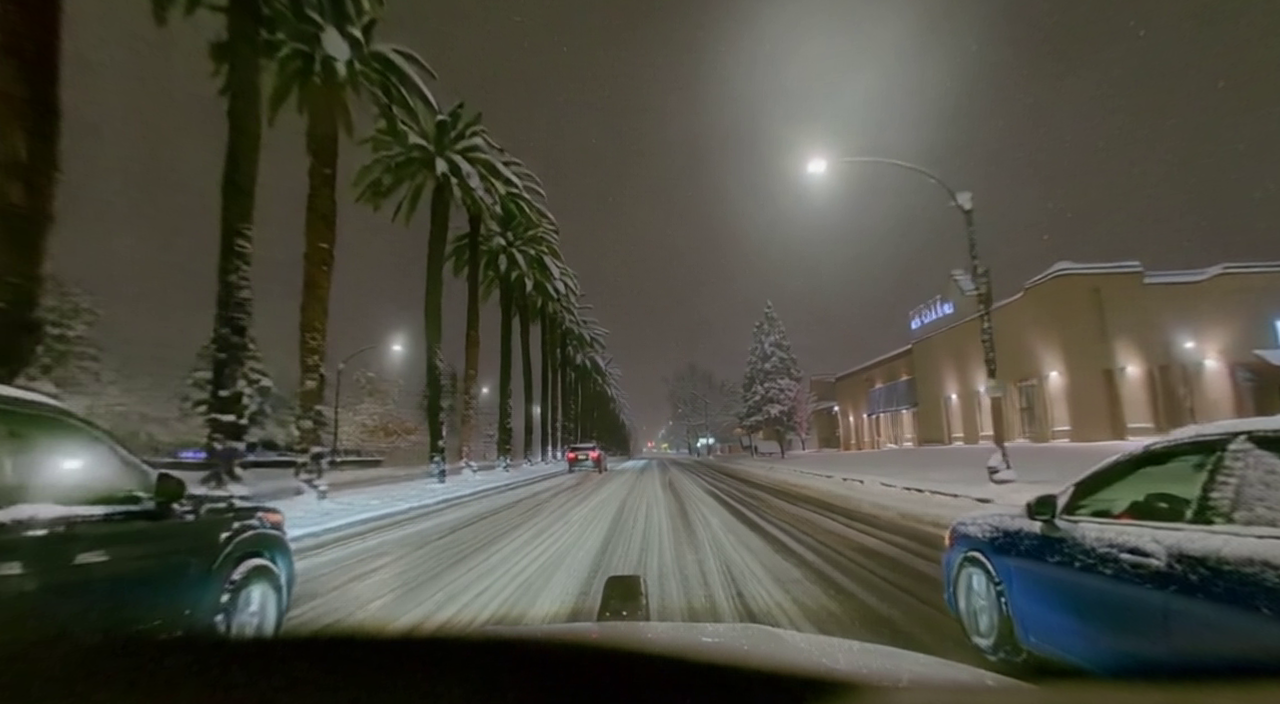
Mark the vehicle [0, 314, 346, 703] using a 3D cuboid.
[{"bbox_3d":[-3.257,0.831,2.498,2.058,1.804,4.391,0,-8,0],"label":"vehicle"}]

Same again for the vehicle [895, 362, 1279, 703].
[{"bbox_3d":[2.807,0.878,2.416,1.946,1.513,4.133,-1,-8,1],"label":"vehicle"}]

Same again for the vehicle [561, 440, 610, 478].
[{"bbox_3d":[-2.673,5.317,31.664,1.998,1.743,4.402,-1,-8,1],"label":"vehicle"}]
